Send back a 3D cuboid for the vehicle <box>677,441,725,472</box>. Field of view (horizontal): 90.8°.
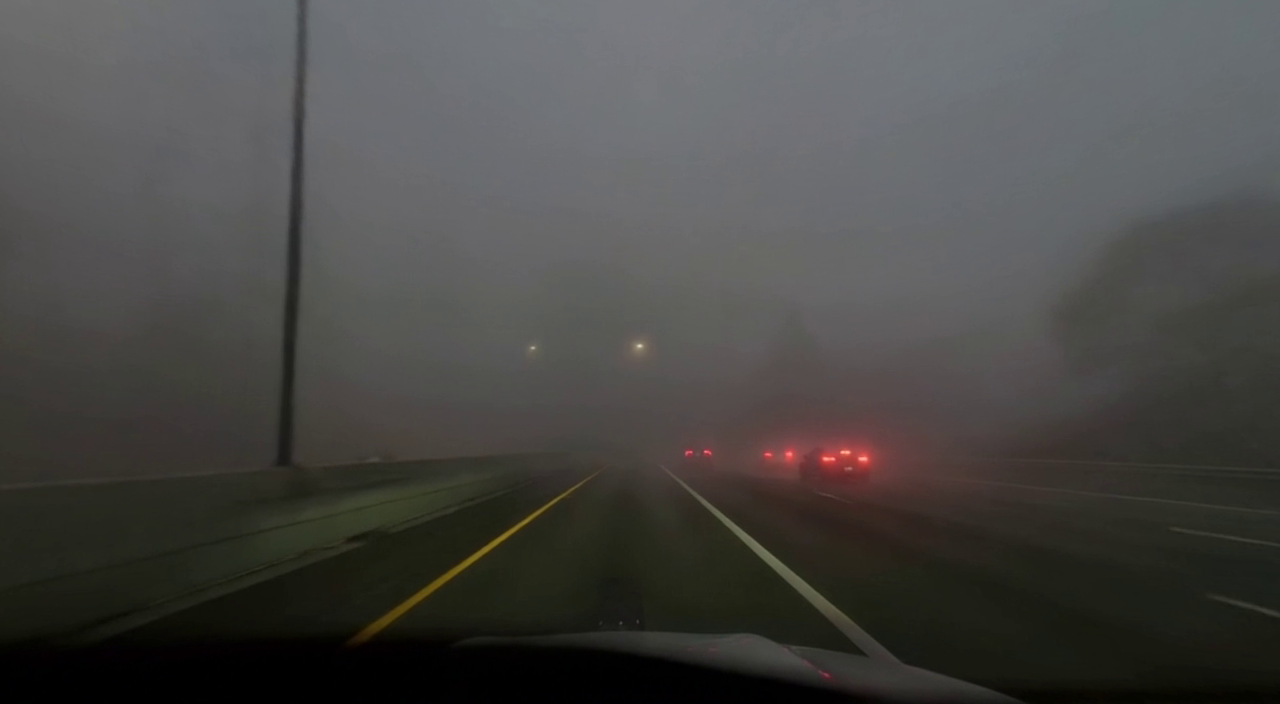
[{"bbox_3d":[3.254,5.632,34.386,2.056,1.553,4.320,0,-9,-1],"label":"vehicle"}]

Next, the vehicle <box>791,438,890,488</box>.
[{"bbox_3d":[6.728,3.753,21.698,2.038,1.528,3.910,0,-9,-1],"label":"vehicle"}]

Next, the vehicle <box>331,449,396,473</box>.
[{"bbox_3d":[-18.212,7.168,41.854,2.106,1.363,5.076,0,-8,-1],"label":"vehicle"}]
